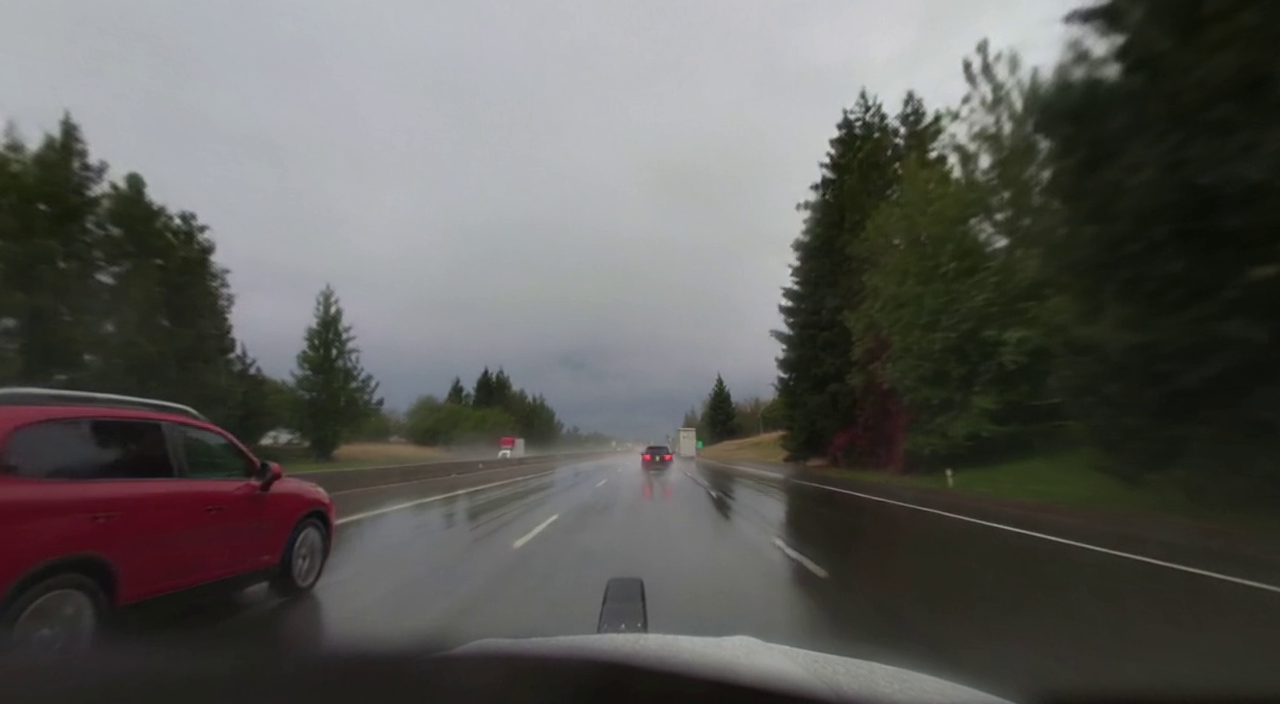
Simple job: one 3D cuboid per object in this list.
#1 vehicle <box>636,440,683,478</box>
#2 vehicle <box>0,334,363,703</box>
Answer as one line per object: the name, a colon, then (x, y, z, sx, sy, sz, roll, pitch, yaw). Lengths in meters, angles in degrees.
vehicle: (0.899, 5.117, 30.305, 2.087, 1.682, 4.388, 0, -9, 0)
vehicle: (-3.762, 0.995, 3.647, 2.139, 1.804, 4.611, 0, -9, 1)
